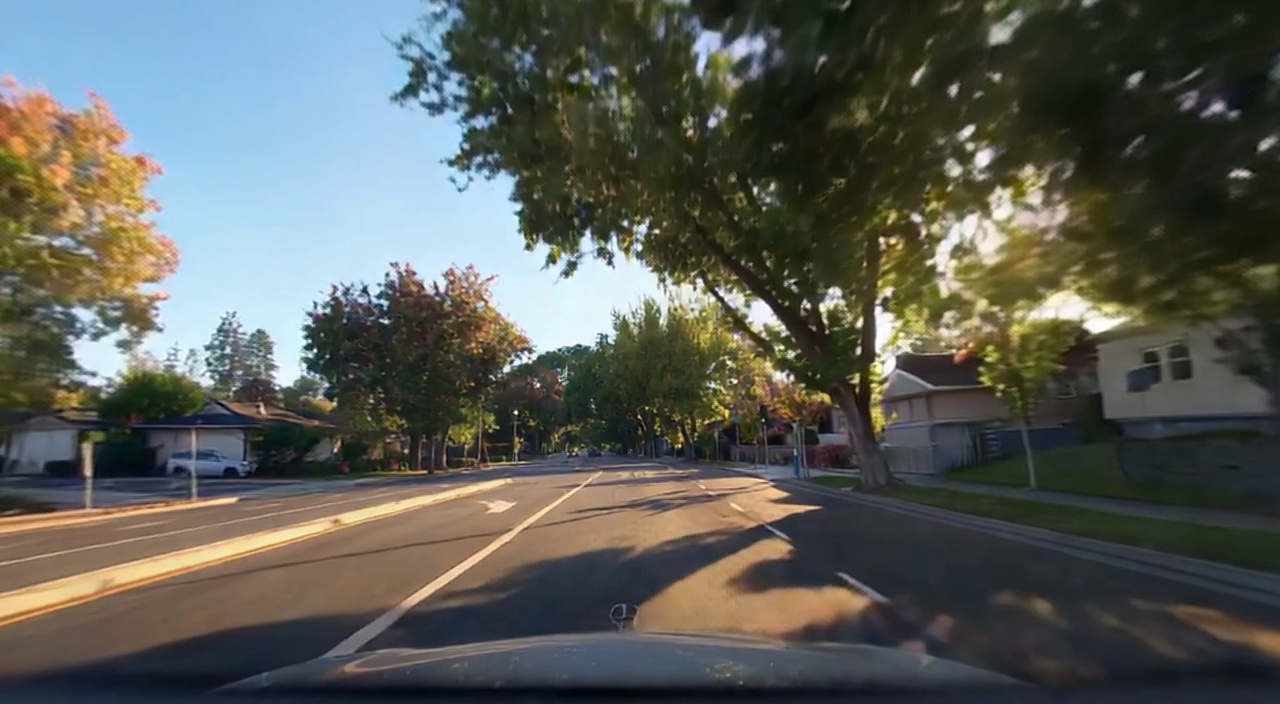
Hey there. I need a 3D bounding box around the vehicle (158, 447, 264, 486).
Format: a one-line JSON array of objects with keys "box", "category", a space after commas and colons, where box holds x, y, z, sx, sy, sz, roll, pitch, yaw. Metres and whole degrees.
[{"box": [-23.324, 6.198, 34.722, 2.192, 1.901, 5.889, 0, -9, -6], "category": "vehicle"}]
